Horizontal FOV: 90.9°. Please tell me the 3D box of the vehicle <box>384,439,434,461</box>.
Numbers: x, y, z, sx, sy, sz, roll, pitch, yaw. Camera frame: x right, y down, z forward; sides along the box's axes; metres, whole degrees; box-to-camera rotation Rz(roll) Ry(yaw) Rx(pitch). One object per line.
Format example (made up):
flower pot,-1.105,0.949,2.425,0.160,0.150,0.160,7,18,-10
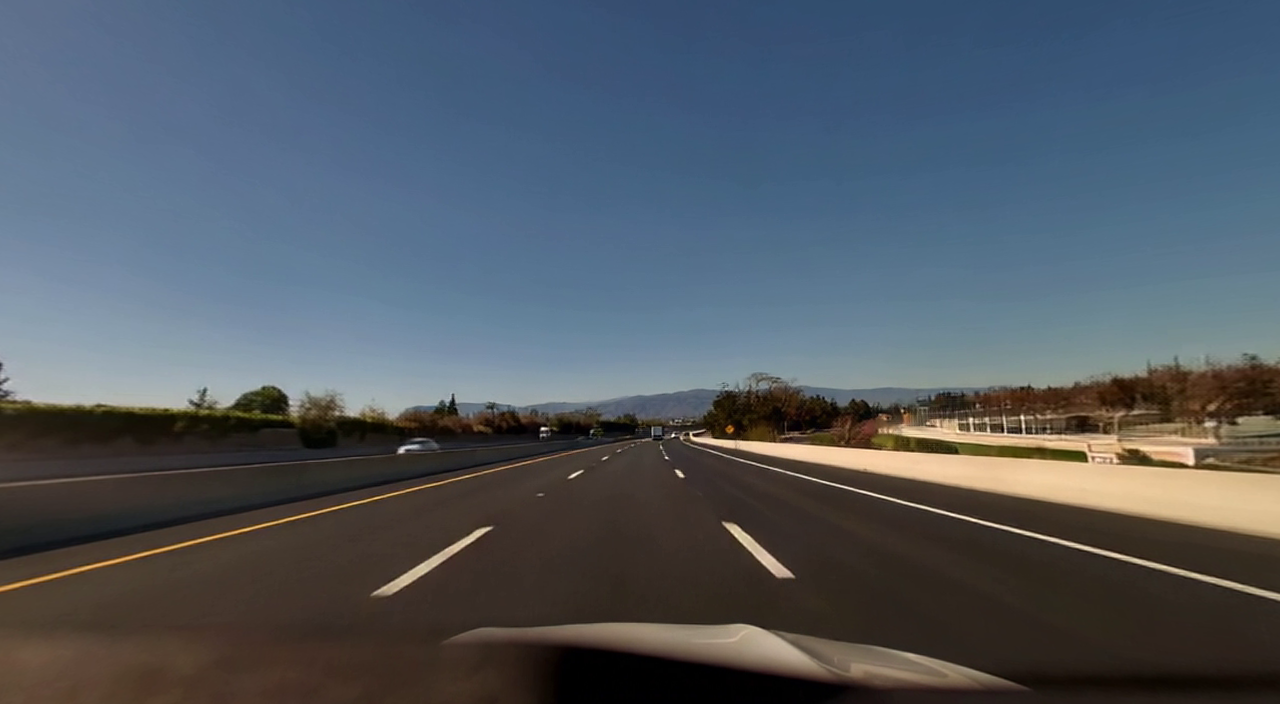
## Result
vehicle,-17.623,7.455,48.316,2.141,1.521,4.825,1,-7,-2
